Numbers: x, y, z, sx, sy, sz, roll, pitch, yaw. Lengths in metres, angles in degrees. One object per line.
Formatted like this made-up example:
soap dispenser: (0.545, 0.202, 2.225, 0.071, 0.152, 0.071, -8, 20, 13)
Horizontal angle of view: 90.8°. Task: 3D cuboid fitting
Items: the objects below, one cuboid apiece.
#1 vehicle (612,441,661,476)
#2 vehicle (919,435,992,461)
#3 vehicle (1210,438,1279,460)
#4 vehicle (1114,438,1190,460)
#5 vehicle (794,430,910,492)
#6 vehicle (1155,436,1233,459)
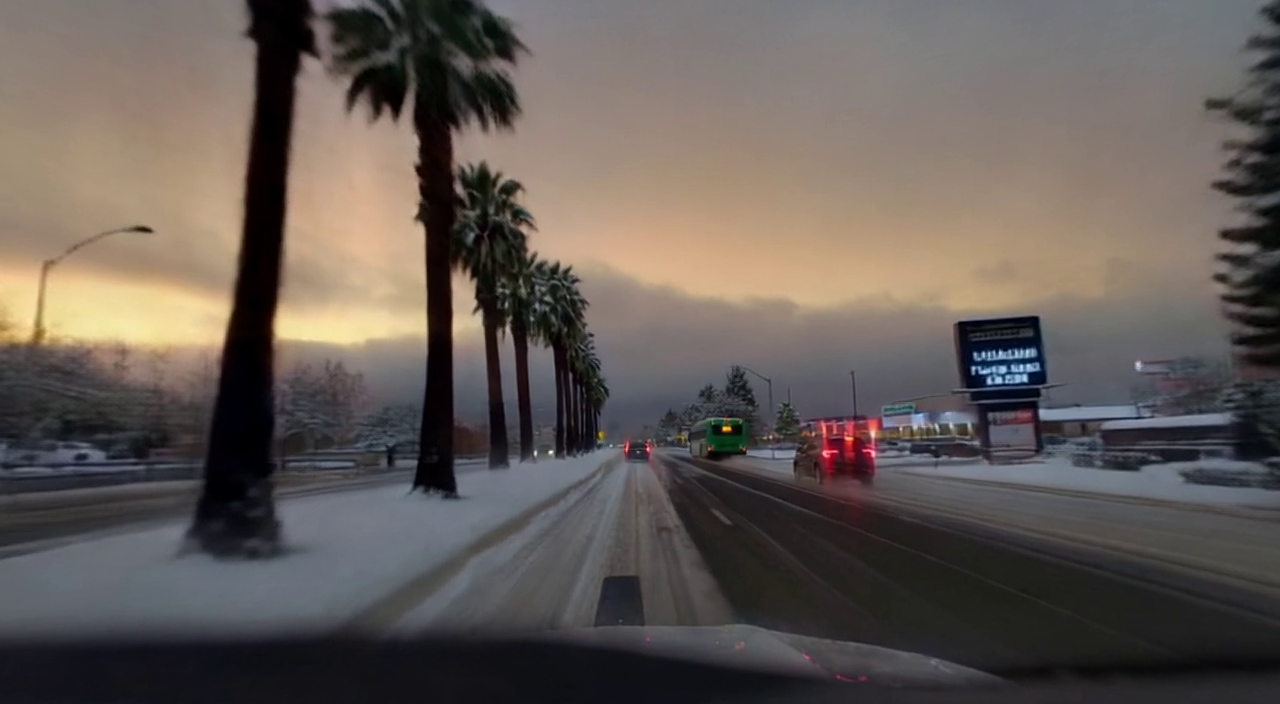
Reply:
vehicle: (-0.146, 4.844, 28.945, 2.065, 1.477, 4.306, 0, -9, 0)
vehicle: (24.104, 7.357, 48.313, 4.595, 1.845, 1.919, 0, -8, -6)
vehicle: (43.397, 6.813, 44.545, 1.932, 1.414, 4.451, -2, -8, -6)
vehicle: (36.056, 6.859, 44.673, 1.831, 1.432, 4.544, -1, -9, 5)
vehicle: (6.320, 3.309, 19.407, 2.031, 1.670, 4.154, 0, -9, -1)
vehicle: (38.647, 6.683, 44.184, 1.778, 1.478, 4.067, -3, -9, 2)
